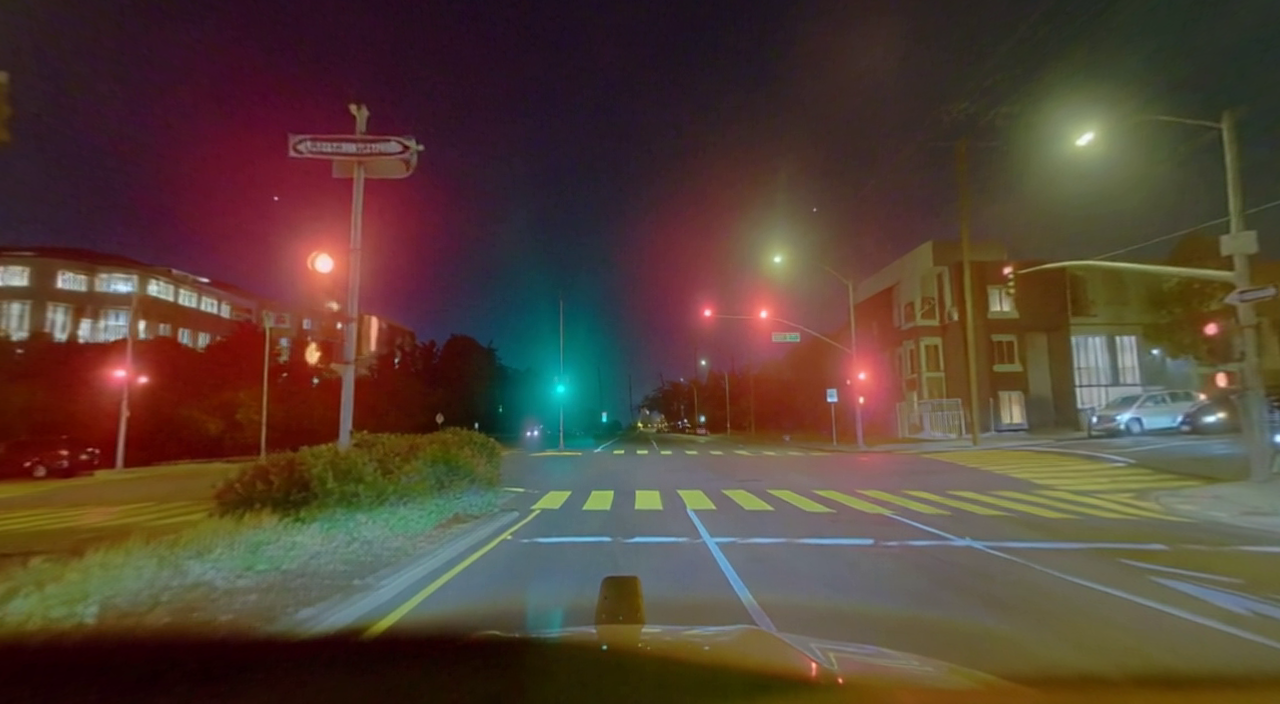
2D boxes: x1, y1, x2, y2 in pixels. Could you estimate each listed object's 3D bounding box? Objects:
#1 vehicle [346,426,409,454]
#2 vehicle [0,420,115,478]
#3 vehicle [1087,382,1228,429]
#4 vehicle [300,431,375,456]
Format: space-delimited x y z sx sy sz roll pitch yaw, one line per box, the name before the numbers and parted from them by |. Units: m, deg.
vehicle | -18.433 6.258 44.694 2.225 1.871 5.189 0 -9 0
vehicle | -25.916 4.084 26.704 5.229 2.299 2.366 0 -8 1
vehicle | 22.252 2.277 27.259 4.531 1.753 1.964 -2 -2 -5
vehicle | -18.209 5.569 38.346 1.939 1.430 5.533 0 -9 -2
